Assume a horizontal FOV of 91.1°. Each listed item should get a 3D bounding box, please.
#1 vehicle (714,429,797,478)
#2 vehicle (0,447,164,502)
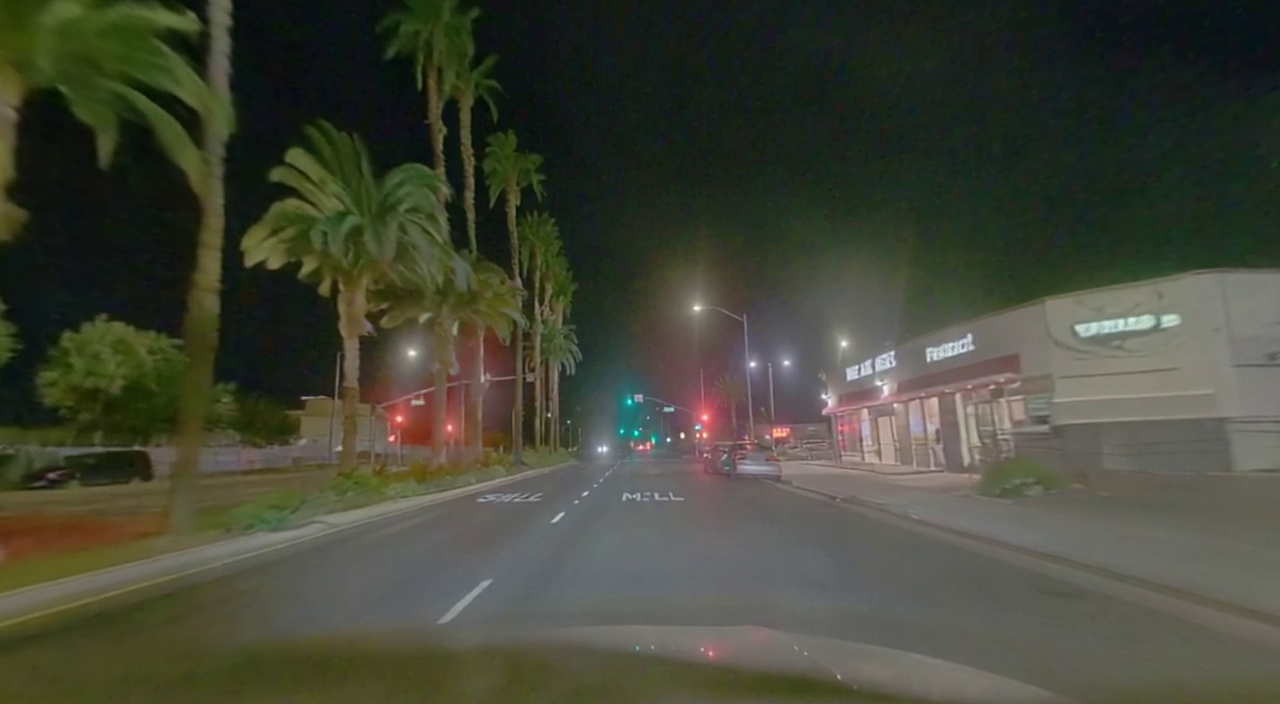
[{"bbox_3d":[4.182,3.783,23.595,2.089,1.652,4.668,1,-9,-2],"label":"vehicle"},{"bbox_3d":[-20.347,4.438,23.055,2.097,1.772,4.576,-1,-10,-1],"label":"vehicle"}]
